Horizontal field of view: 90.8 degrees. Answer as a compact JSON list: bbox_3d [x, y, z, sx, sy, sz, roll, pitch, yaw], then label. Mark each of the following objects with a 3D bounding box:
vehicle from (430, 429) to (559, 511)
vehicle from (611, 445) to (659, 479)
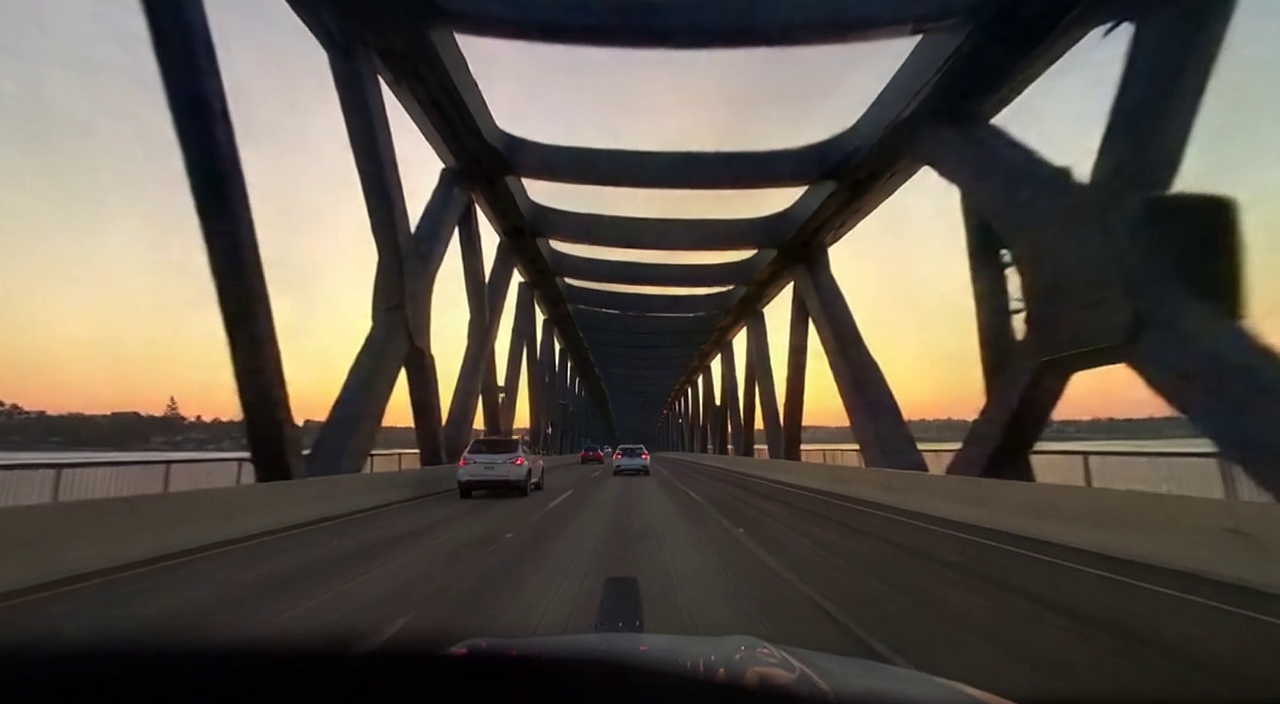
[{"bbox_3d":[-3.584,3.019,16.607,2.190,1.807,4.741,-1,-9,1],"label":"vehicle"},{"bbox_3d":[-0.254,5.060,29.248,2.048,1.450,3.973,-1,-9,-1],"label":"vehicle"}]
